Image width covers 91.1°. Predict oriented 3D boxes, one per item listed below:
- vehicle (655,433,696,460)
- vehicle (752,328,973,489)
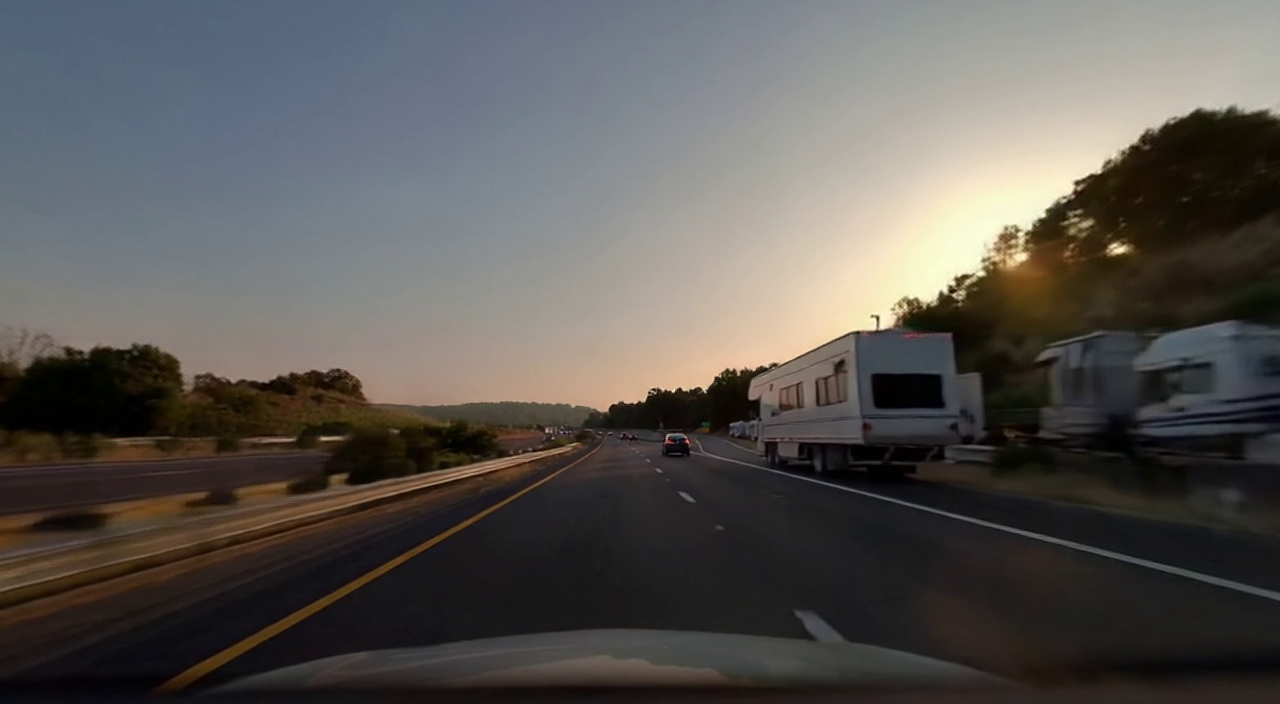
[{"bbox_3d":[1.993,5.449,36.477,2.037,1.504,4.248,0,-8,-2],"label":"vehicle"},{"bbox_3d":[6.884,2.348,23.052,2.937,4.119,14.096,0,-8,0],"label":"vehicle"}]
